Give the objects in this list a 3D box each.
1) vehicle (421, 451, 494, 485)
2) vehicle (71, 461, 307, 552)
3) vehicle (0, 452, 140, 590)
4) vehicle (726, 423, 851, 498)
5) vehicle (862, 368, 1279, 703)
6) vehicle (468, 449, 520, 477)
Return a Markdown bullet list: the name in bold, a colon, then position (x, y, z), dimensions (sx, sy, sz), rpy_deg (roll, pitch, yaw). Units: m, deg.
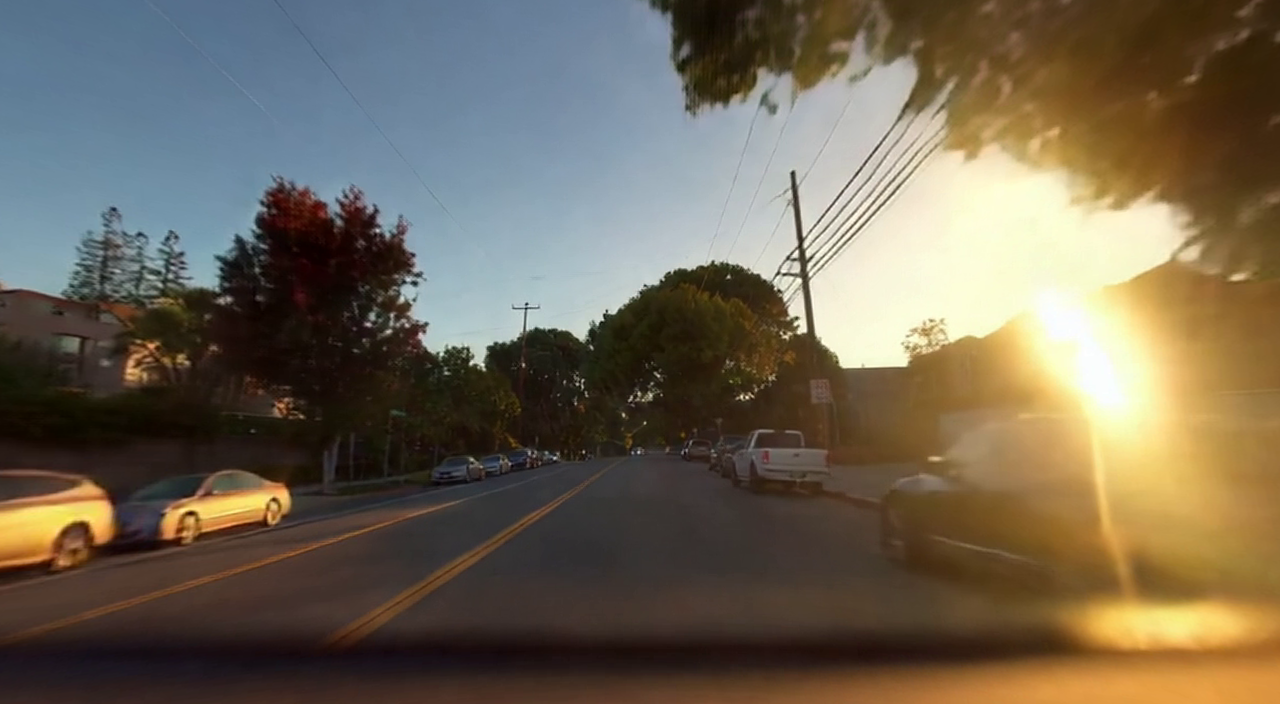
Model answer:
- **vehicle**: position (-8.923, 5.680, 31.302), dimensions (2.208, 1.508, 4.590), rpy_deg (0, -8, 0)
- **vehicle**: position (-9.185, 3.119, 13.452), dimensions (1.818, 1.469, 4.349), rpy_deg (0, -8, 0)
- **vehicle**: position (-9.365, 2.223, 8.207), dimensions (2.061, 1.748, 4.316), rpy_deg (-1, -8, 2)
- **vehicle**: position (3.848, 2.921, 17.447), dimensions (2.225, 1.759, 4.817), rpy_deg (0, -8, -1)
- **vehicle**: position (3.714, 1.219, 5.074), dimensions (2.089, 1.638, 4.628), rpy_deg (0, -8, -1)
- **vehicle**: position (-8.705, 6.639, 38.057), dimensions (1.948, 1.508, 4.656), rpy_deg (-1, -8, 2)
